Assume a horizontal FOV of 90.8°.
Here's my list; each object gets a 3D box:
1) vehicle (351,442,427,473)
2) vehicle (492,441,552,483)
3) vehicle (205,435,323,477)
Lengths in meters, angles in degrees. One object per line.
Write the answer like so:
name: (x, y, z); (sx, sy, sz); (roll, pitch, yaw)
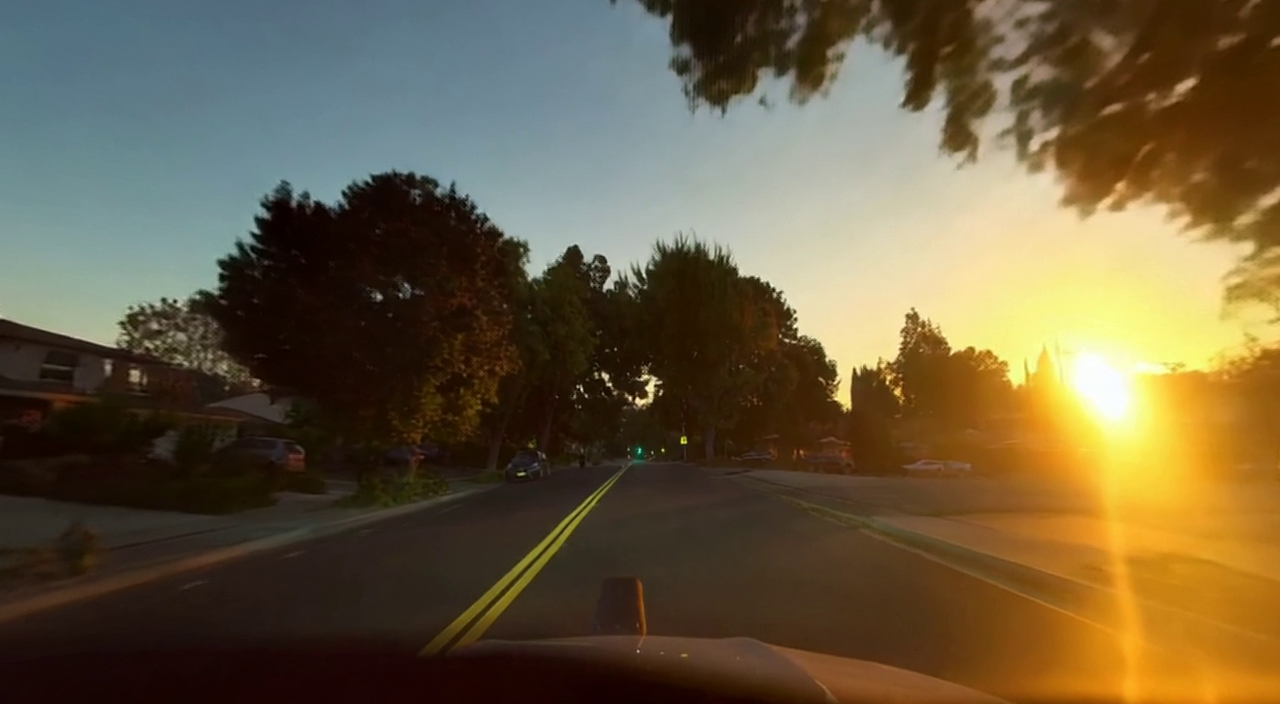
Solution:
vehicle: (-16.872, 7.072, 42.346); (4.742, 1.495, 1.963); (-11, -11, 23)
vehicle: (-5.662, 5.447, 30.776); (1.924, 1.765, 4.542); (-3, -12, 1)
vehicle: (-14.667, 4.032, 24.543); (4.668, 1.491, 1.941); (-6, -10, 32)
